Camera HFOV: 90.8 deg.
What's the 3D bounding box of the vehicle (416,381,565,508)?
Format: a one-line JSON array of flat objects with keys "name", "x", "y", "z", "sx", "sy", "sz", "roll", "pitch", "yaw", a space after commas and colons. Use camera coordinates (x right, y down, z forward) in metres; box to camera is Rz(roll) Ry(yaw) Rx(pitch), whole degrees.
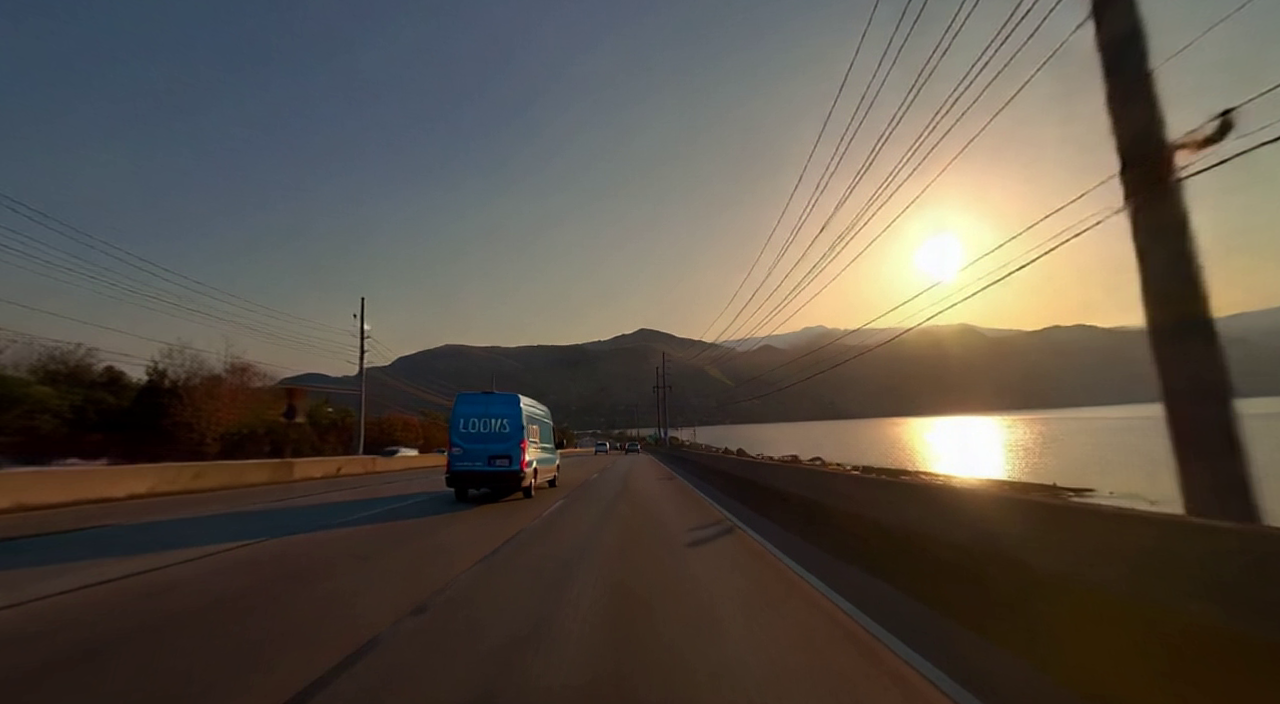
[{"name": "vehicle", "x": -3.632, "y": 2.480, "z": 17.051, "sx": 2.331, "sy": 2.757, "sz": 6.581, "roll": 0, "pitch": -8, "yaw": 1}]
